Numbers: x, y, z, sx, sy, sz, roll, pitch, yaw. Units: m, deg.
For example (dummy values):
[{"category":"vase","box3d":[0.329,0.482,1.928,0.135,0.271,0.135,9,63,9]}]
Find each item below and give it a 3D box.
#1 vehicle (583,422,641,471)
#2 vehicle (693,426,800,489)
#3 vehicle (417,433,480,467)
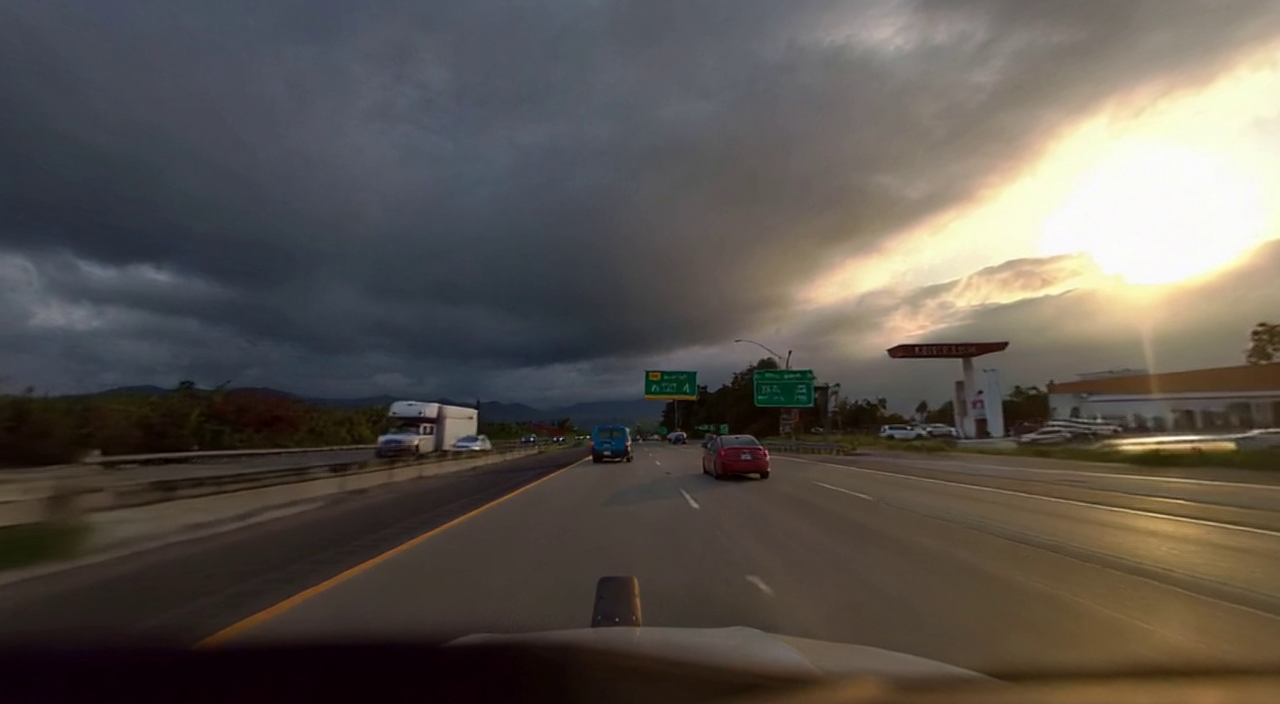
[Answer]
[{"category":"vehicle","box3d":[-1.002,3.680,24.876,2.061,1.732,4.457,0,-7,0]},{"category":"vehicle","box3d":[2.831,2.925,18.016,2.151,1.550,4.694,0,-7,-1]},{"category":"vehicle","box3d":[-9.524,4.888,31.666,1.950,1.588,3.676,0,-7,1]}]
